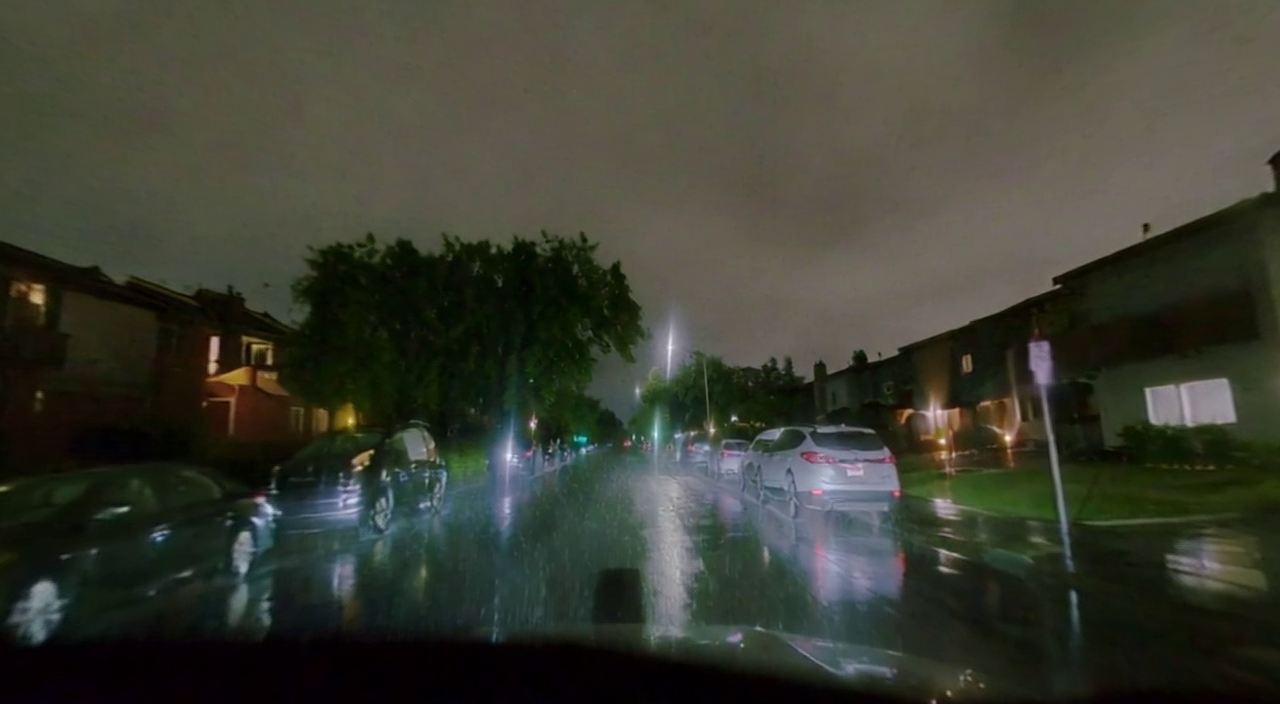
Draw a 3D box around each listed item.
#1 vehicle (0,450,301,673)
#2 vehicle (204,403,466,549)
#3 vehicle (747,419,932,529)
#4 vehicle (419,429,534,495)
[{"bbox_3d":[-5.269,1.650,5.756,1.858,1.456,4.587,0,-8,-1],"label":"vehicle"},{"bbox_3d":[-5.229,2.217,12.051,2.390,2.123,5.371,0,-8,-1],"label":"vehicle"},{"bbox_3d":[3.522,2.257,12.284,1.994,1.710,4.699,0,-8,-1],"label":"vehicle"},{"bbox_3d":[-5.279,3.655,21.430,2.683,1.923,5.421,0,-8,-3],"label":"vehicle"}]
